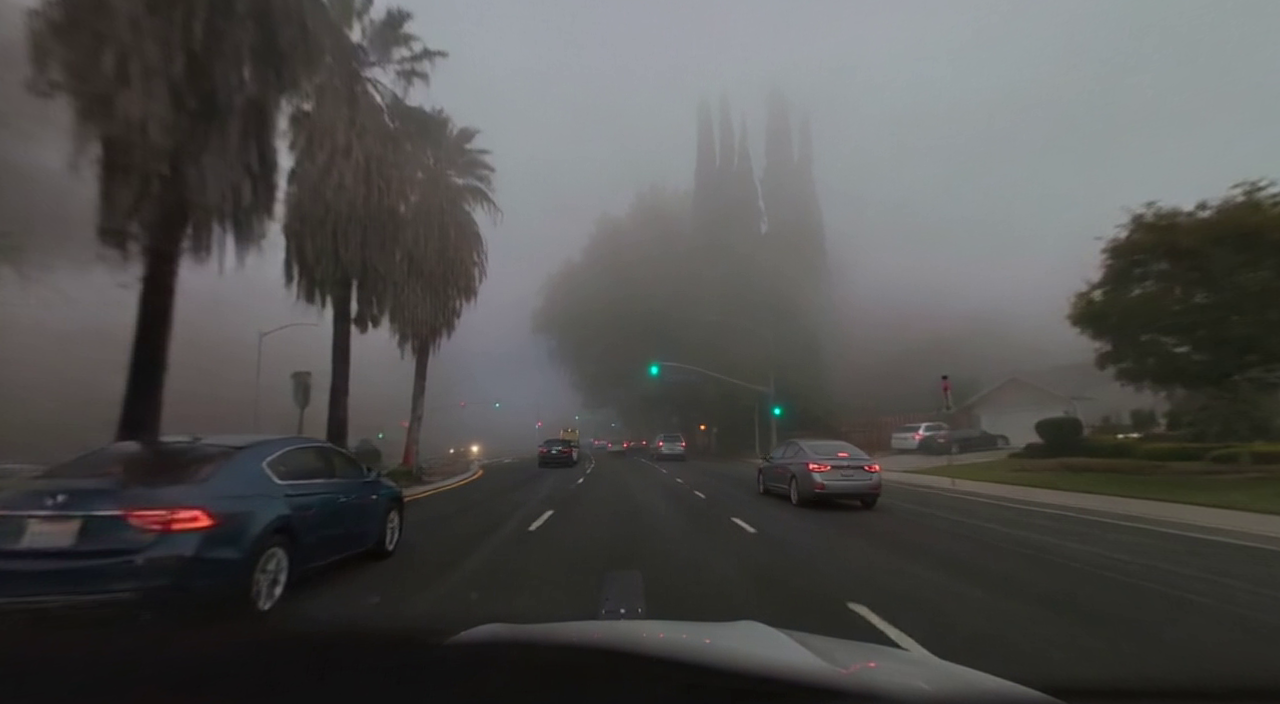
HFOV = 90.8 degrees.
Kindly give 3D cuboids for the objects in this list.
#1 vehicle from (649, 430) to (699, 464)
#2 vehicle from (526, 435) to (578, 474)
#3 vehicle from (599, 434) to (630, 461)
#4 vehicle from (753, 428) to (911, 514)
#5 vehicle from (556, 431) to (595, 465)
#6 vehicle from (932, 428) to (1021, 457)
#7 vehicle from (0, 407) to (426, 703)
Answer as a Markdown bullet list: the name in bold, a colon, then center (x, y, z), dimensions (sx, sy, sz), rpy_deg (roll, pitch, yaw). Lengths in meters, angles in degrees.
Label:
- **vehicle**: center (2.020, 5.962, 39.814), dimensions (2.391, 1.960, 5.600), rpy_deg (1, -8, -4)
- **vehicle**: center (-3.826, 4.504, 27.960), dimensions (1.922, 1.577, 4.140), rpy_deg (0, -8, -3)
- **vehicle**: center (-1.961, 7.199, 47.702), dimensions (2.164, 1.867, 4.254), rpy_deg (1, -8, -5)
- **vehicle**: center (3.773, 2.406, 13.263), dimensions (1.870, 1.491, 4.009), rpy_deg (0, -8, -3)
- **vehicle**: center (-4.107, 6.203, 40.956), dimensions (2.354, 1.948, 6.355), rpy_deg (1, -8, -5)
- **vehicle**: center (19.126, 5.120, 35.932), dimensions (4.372, 1.425, 1.833), rpy_deg (0, -8, -19)
- **vehicle**: center (-3.473, 1.329, 5.326), dimensions (1.924, 1.473, 4.200), rpy_deg (0, -8, -1)
